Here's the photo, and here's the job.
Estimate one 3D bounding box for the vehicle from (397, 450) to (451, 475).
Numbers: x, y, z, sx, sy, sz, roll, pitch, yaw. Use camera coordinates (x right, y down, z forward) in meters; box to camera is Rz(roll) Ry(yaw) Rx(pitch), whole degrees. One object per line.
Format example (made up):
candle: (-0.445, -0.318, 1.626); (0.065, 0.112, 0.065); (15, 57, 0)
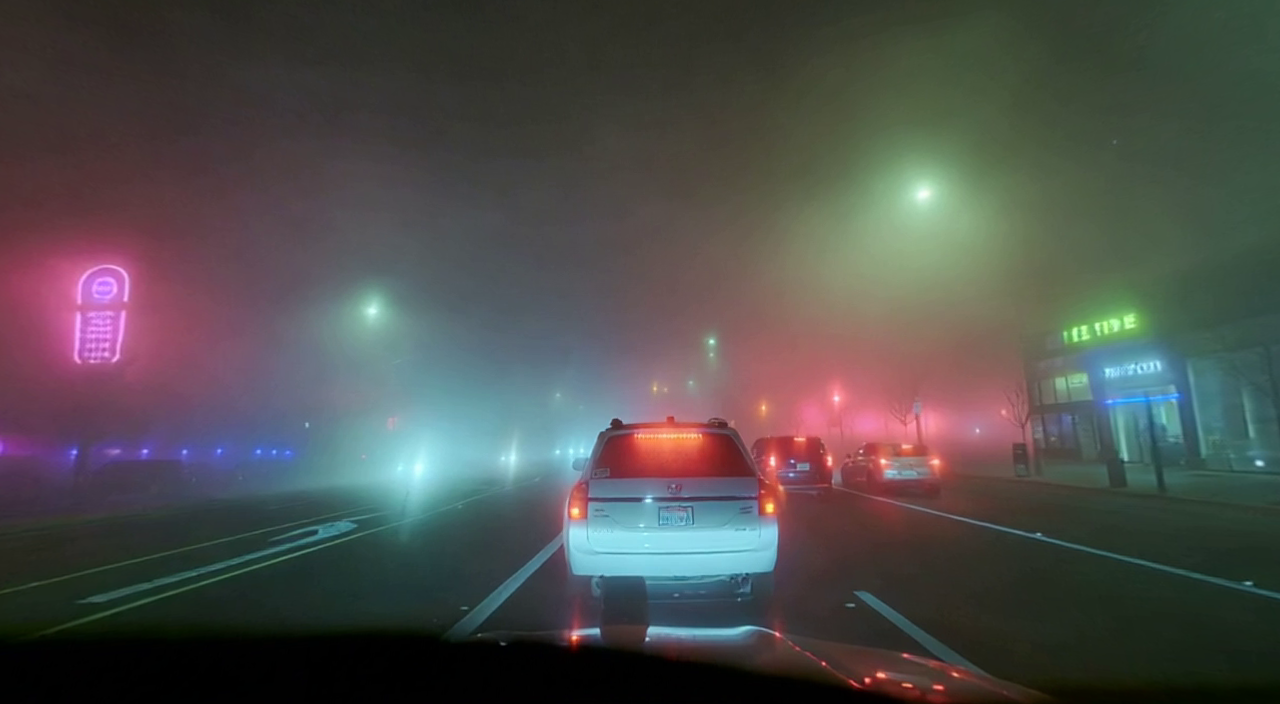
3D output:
vehicle: (-13.605, 6.979, 39.963); (1.991, 1.486, 3.844); (0, -8, 1)

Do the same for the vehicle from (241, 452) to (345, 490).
vehicle: (-17.093, 5.857, 31.377); (1.981, 1.659, 4.608); (-2, -8, 10)

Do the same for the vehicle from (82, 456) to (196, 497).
vehicle: (-25.845, 6.401, 32.783); (2.026, 1.808, 4.835); (0, -8, -2)

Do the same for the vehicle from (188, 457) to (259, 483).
vehicle: (-27.883, 7.874, 42.379); (1.861, 1.578, 4.152); (0, -8, 1)

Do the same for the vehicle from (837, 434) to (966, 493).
vehicle: (7.286, 3.129, 18.104); (1.914, 1.470, 4.213); (0, -8, 0)

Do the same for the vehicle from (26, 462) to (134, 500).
vehicle: (-28.640, 6.603, 32.440); (2.018, 1.716, 4.042); (-1, -10, -5)

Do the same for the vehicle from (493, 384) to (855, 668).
vehicle: (0.203, 1.309, 5.739); (2.125, 1.669, 3.880); (0, -8, 0)
